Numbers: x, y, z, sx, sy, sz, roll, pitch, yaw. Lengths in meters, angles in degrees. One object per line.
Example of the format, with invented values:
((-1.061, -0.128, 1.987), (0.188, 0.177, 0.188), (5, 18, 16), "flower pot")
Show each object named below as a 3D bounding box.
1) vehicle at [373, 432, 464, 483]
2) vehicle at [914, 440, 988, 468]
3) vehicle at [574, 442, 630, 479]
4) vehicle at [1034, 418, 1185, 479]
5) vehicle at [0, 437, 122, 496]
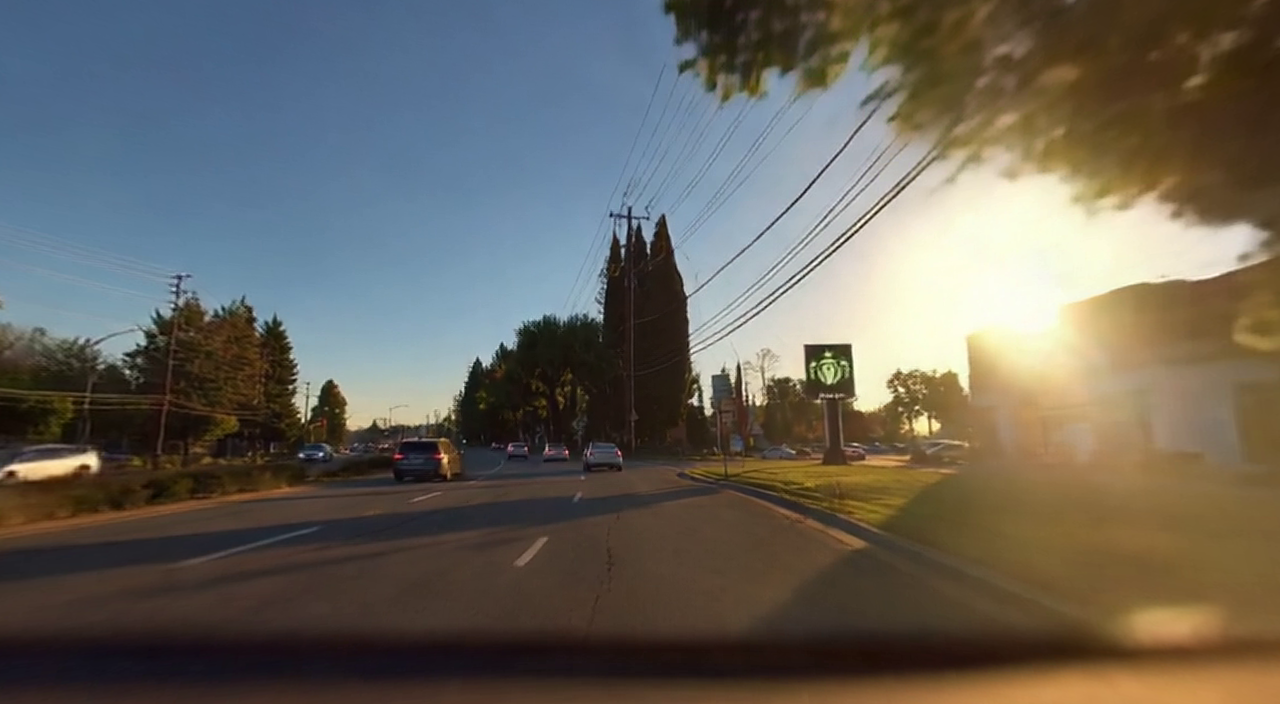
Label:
((-8.393, 4.048, 24.386), (2.195, 1.752, 4.515), (1, -9, -5), "vehicle")
((17.520, 5.757, 35.816), (1.795, 1.485, 4.601), (0, -8, -1), "vehicle")
((-1.756, 4.685, 27.602), (2.130, 1.476, 4.453), (1, -9, -8), "vehicle")
((16.612, 3.564, 22.708), (1.863, 1.889, 4.839), (-2, -11, 4), "vehicle")
((-22.859, 4.278, 23.817), (2.236, 1.962, 5.539), (-1, -8, -5), "vehicle")
